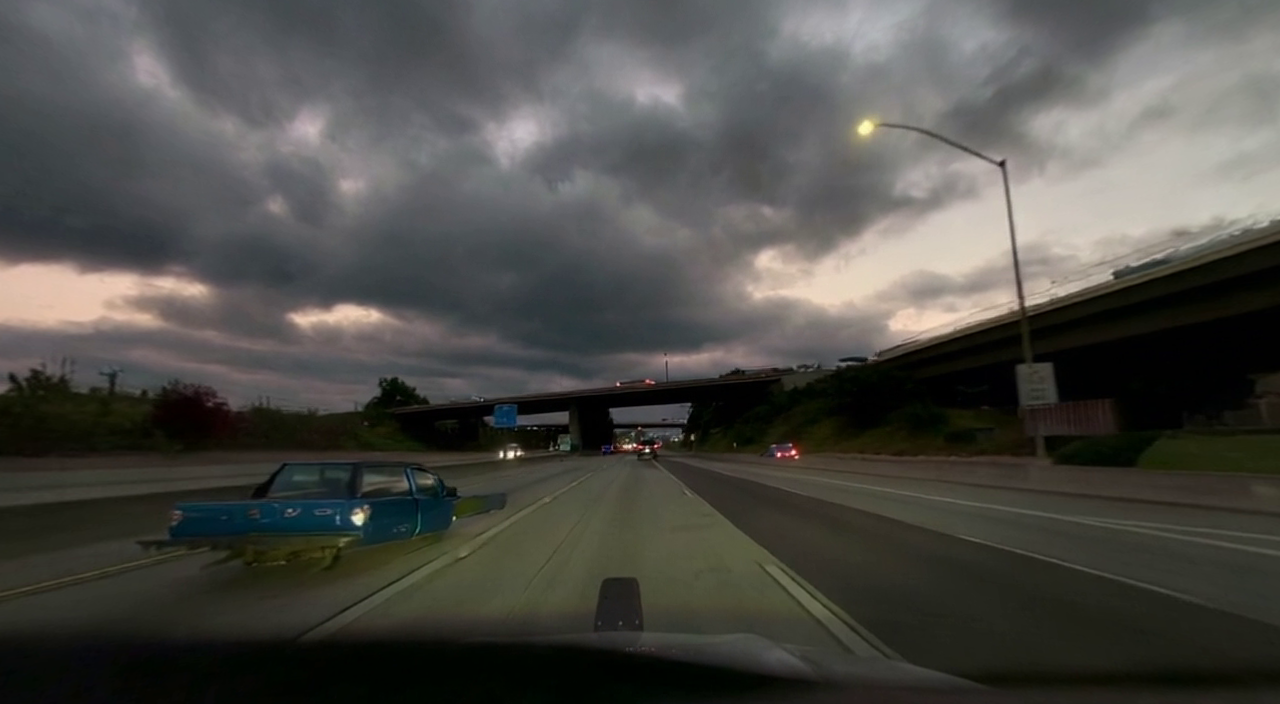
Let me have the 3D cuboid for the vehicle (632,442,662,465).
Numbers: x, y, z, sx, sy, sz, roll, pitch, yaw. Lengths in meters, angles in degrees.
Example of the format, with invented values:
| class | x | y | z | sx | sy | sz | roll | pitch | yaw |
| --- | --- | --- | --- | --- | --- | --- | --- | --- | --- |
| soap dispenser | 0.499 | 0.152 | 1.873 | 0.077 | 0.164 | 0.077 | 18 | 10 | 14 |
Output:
| class | x | y | z | sx | sy | sz | roll | pitch | yaw |
| --- | --- | --- | --- | --- | --- | --- | --- | --- | --- |
| vehicle | 0.490 | 7.665 | 47.820 | 2.108 | 1.658 | 3.787 | 0 | -8 | -1 |
